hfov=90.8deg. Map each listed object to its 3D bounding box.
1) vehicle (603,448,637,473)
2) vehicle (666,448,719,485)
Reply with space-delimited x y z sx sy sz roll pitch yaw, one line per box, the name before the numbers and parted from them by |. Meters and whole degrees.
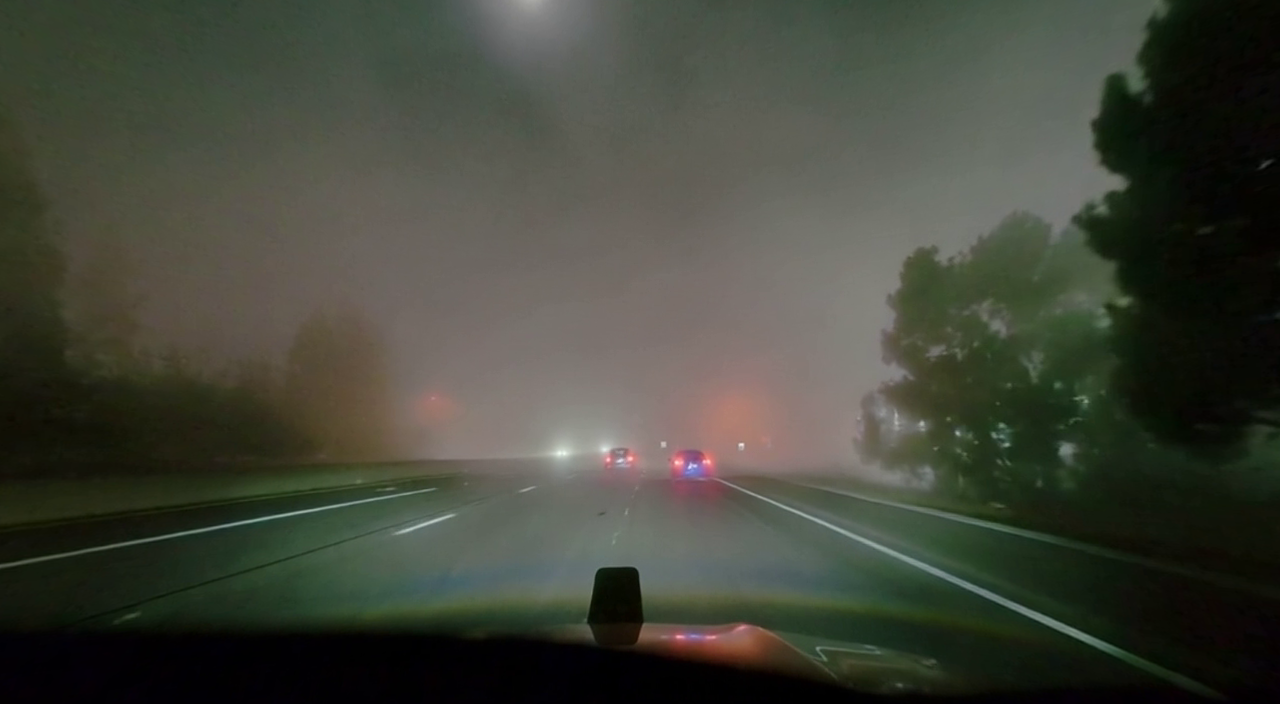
vehicle | -1.356 7.762 45.279 2.127 1.692 4.382 0 -9 2
vehicle | 2.319 5.202 28.969 2.029 1.528 4.644 0 -9 0
